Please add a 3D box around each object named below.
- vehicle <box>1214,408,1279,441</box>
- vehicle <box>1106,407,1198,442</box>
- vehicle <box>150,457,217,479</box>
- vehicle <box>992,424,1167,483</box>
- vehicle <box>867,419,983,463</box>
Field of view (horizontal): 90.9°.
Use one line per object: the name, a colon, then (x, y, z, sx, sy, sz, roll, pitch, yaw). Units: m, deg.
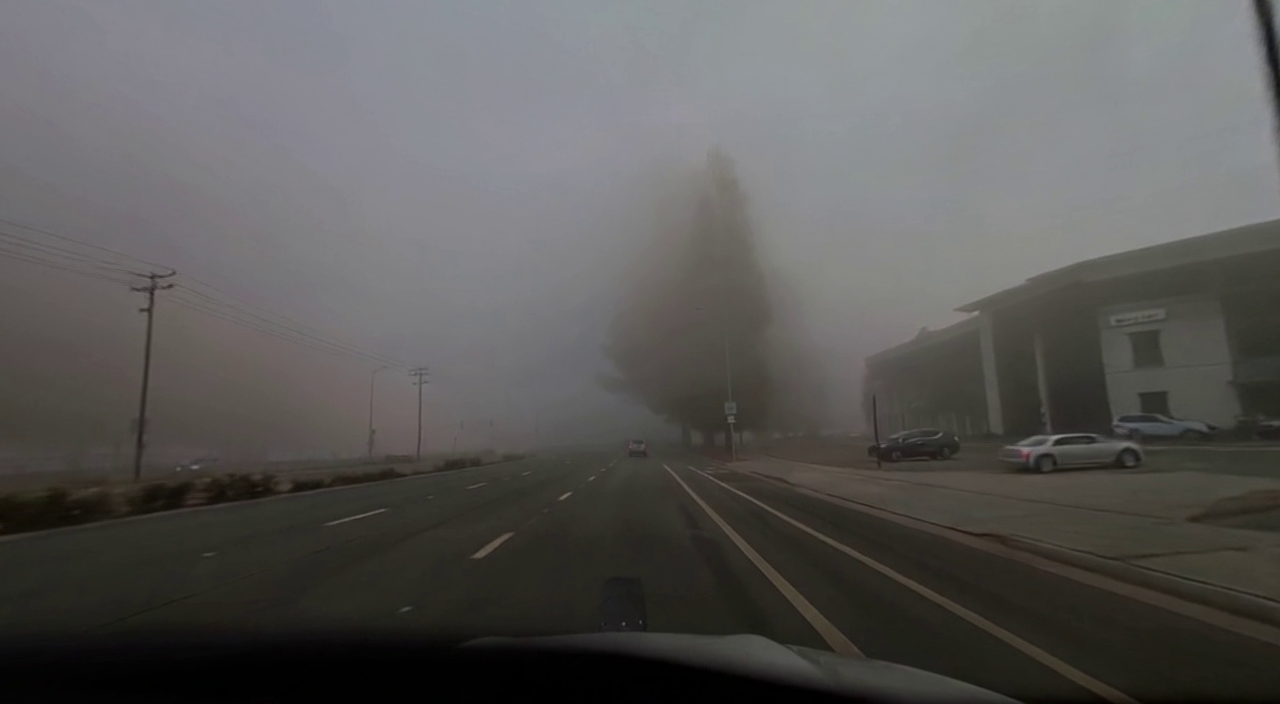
vehicle: (33.529, 3.974, 34.222, 4.287, 1.622, 2.088, 4, -10, -28)
vehicle: (30.896, 4.421, 38.019, 5.675, 1.978, 2.229, 4, -10, -30)
vehicle: (-35.716, 9.058, 49.496, 1.917, 1.479, 4.462, 0, -8, 0)
vehicle: (14.642, 3.375, 21.225, 4.388, 1.446, 1.808, -6, -7, 2)
vehicle: (14.134, 4.446, 31.499, 4.702, 1.853, 2.069, -4, -8, 2)
